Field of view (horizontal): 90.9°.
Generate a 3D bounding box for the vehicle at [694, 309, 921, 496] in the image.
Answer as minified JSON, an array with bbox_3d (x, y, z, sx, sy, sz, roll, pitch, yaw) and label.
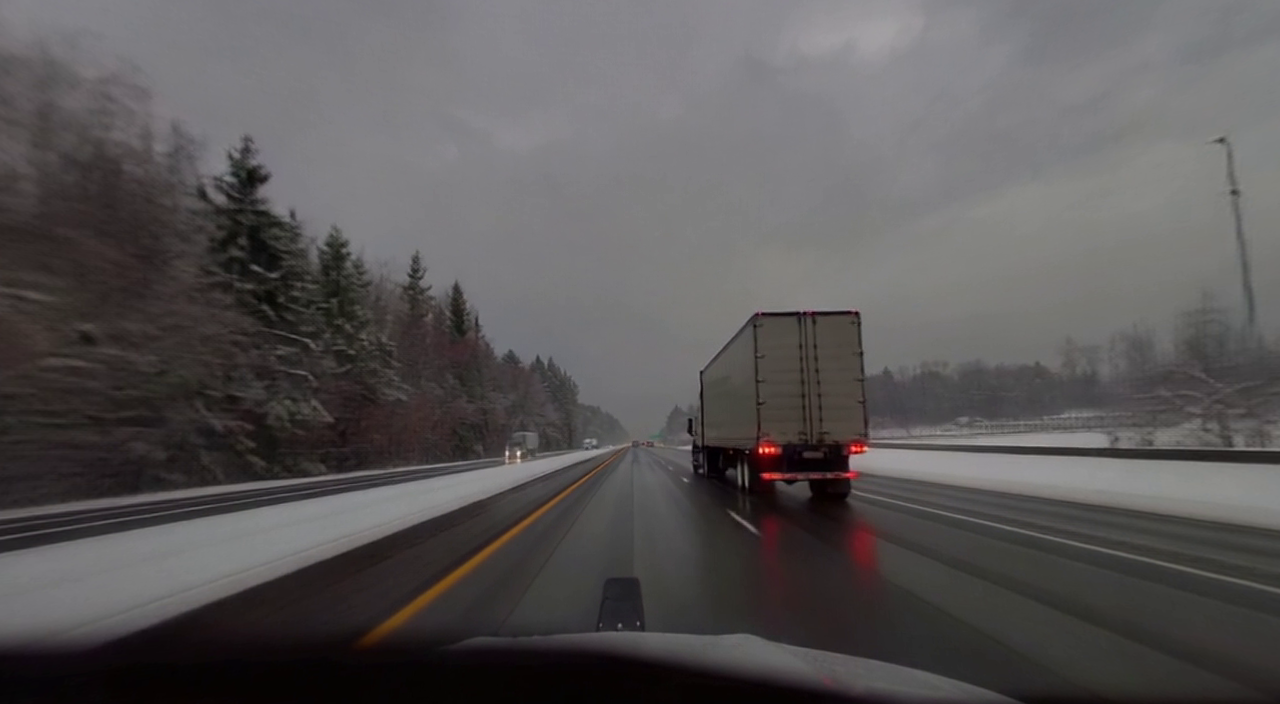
[{"bbox_3d":[4.258,2.121,21.081,3.357,4.101,14.659,0,-8,-1],"label":"vehicle"}]
